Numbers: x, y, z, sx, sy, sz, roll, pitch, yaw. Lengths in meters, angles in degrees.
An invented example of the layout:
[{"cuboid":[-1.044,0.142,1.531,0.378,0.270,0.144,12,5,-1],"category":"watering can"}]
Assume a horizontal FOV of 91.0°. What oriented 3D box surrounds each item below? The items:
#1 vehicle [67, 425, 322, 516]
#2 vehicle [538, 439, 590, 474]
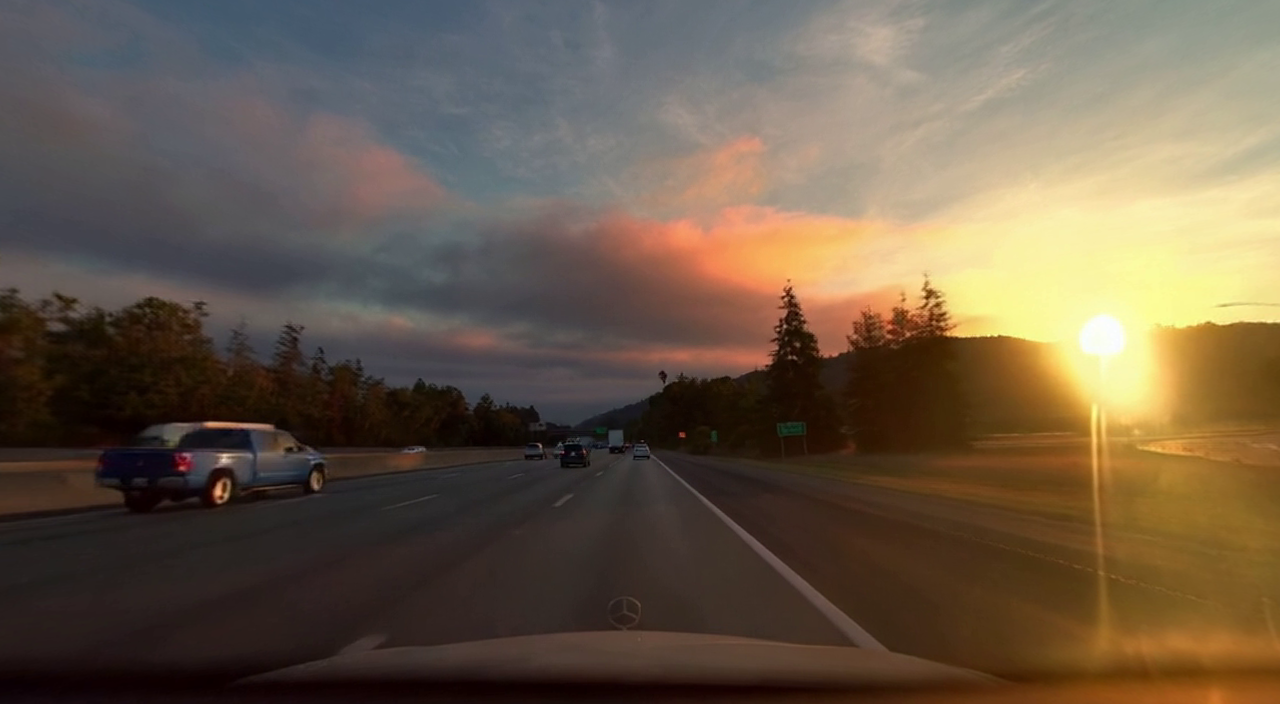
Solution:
[{"cuboid":[-10.149,2.751,15.168,2.146,1.764,5.510,0,-9,-1],"category":"vehicle"},{"cuboid":[-3.922,5.499,33.212,2.094,1.695,4.260,0,-9,1],"category":"vehicle"}]
